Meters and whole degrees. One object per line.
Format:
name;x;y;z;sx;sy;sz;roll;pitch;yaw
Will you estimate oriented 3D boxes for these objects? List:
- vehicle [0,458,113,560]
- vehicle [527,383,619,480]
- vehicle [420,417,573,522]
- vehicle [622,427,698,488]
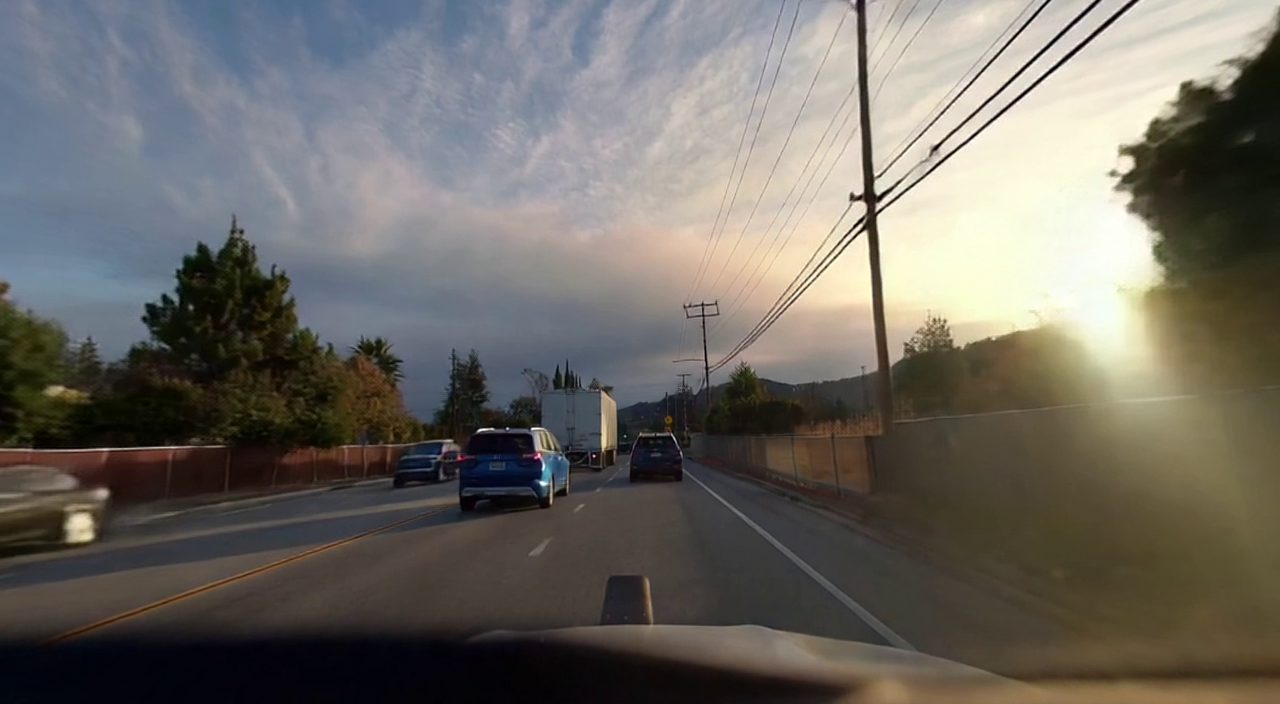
vehicle;-11.714;2.626;10.377;2.077;1.638;4.584;0;-8;0
vehicle;-2.687;3.787;29.231;2.928;3.658;10.953;0;-8;1
vehicle;-2.772;2.410;13.424;2.093;1.832;4.508;0;-8;1
vehicle;0.605;3.339;20.220;2.174;1.749;4.113;0;-8;1
